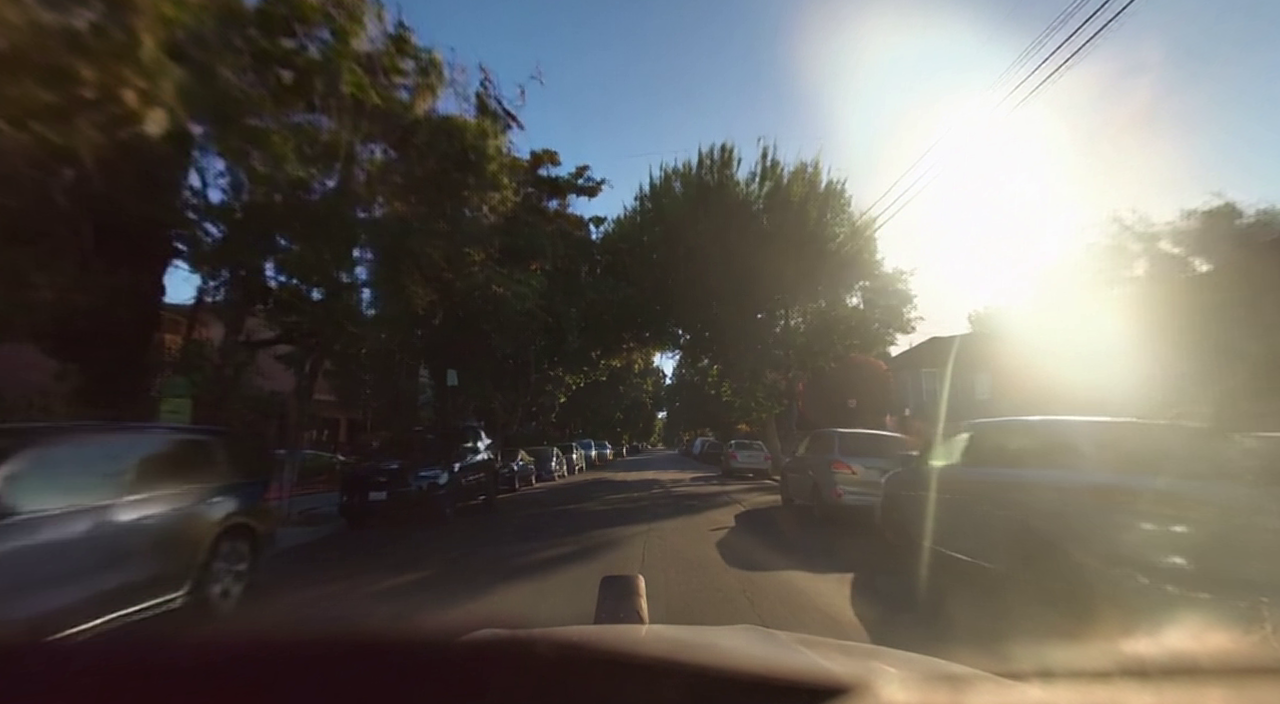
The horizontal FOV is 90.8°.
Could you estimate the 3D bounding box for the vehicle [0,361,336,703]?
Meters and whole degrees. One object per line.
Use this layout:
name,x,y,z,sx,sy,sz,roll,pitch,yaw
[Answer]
vehicle,-4.677,1.141,4.108,2.683,1.923,5.421,0,-8,0

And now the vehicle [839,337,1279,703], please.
vehicle,3.926,1.278,6.113,1.995,1.944,5.400,0,-8,-3

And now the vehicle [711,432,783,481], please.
vehicle,4.474,4.472,27.282,2.306,1.901,4.908,0,-8,1

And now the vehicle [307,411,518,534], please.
vehicle,-4.560,2.529,13.943,2.461,2.145,5.415,0,-8,2
